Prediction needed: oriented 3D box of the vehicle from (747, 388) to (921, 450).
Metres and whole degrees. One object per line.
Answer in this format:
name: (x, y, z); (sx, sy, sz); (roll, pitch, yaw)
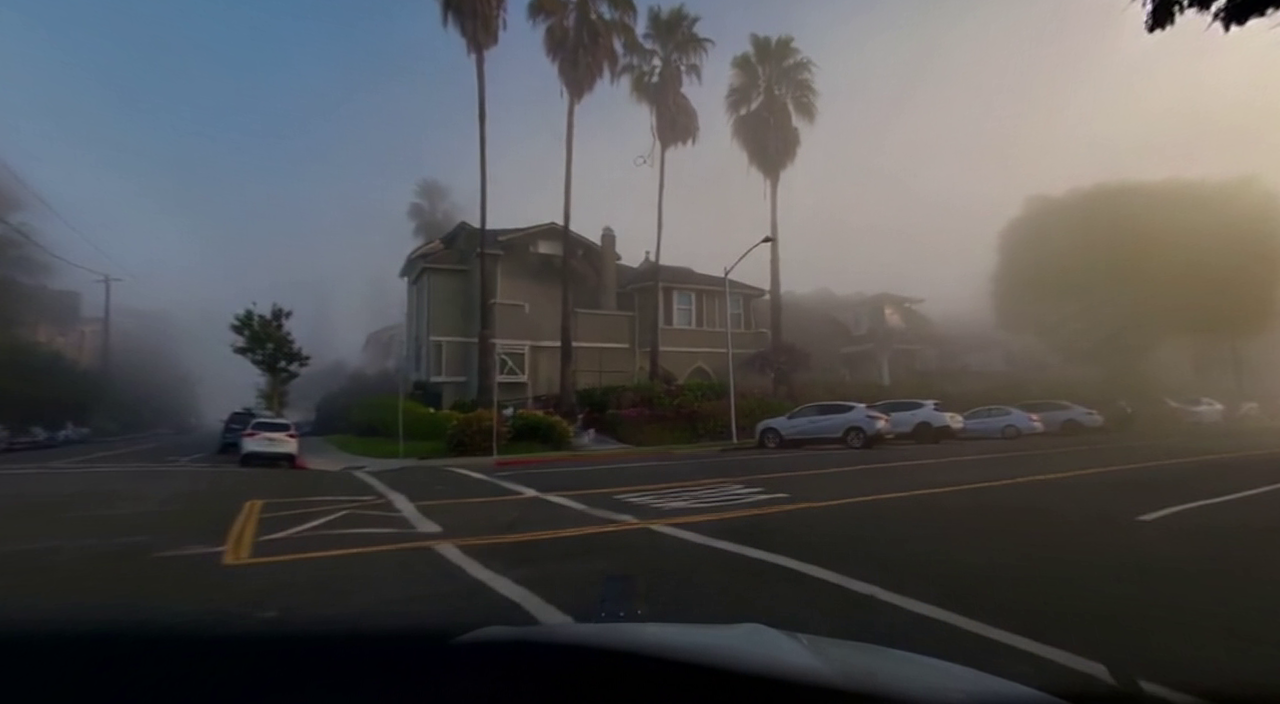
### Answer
vehicle: (6.032, 2.227, 20.128); (4.866, 1.752, 1.998); (-8, -12, 44)

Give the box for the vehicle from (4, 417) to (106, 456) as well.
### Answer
vehicle: (-25.446, 3.743, 27.672); (2.071, 1.538, 4.428); (4, -9, -27)

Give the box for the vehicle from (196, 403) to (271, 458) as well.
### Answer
vehicle: (-16.450, 3.265, 25.785); (2.154, 2.035, 4.261); (5, -10, -29)
